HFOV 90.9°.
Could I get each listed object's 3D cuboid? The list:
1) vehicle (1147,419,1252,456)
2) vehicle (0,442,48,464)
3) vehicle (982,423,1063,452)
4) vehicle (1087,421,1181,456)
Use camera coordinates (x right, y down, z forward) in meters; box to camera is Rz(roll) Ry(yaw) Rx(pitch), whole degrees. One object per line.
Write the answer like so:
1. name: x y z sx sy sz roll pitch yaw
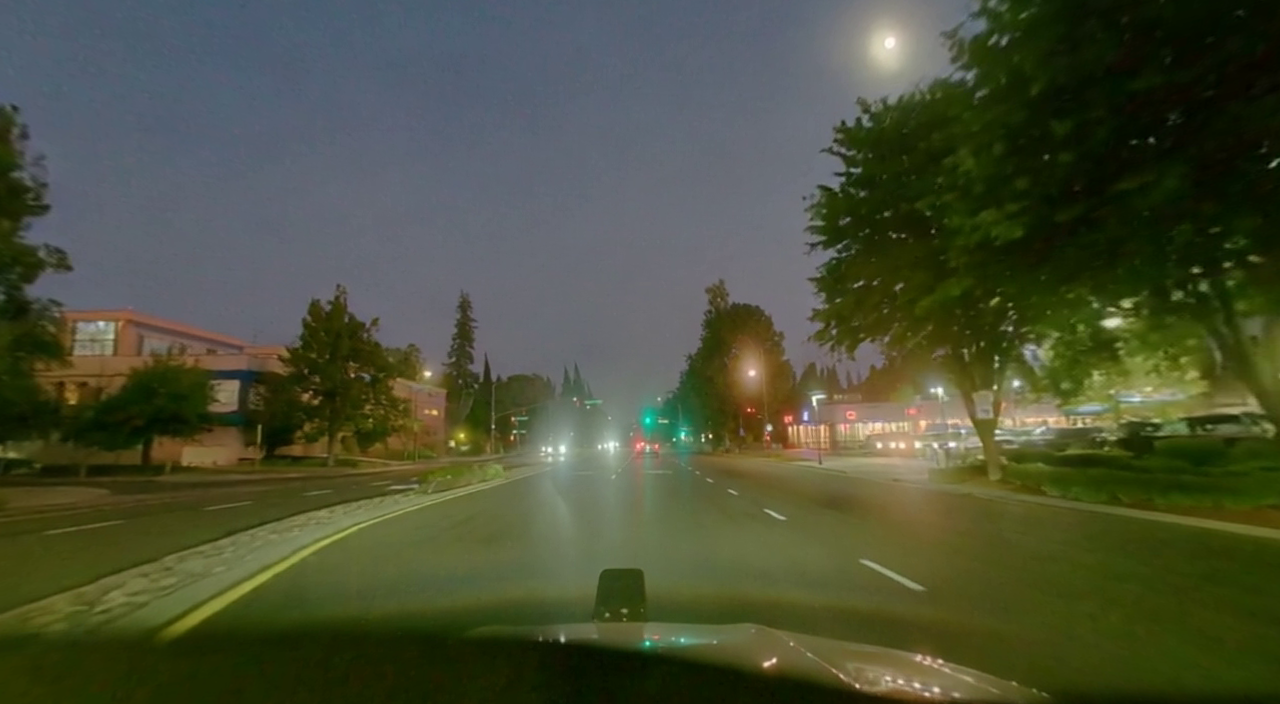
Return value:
1. vehicle: 21.559 3.283 24.330 3.143 1.303 1.491 1 -8 -17
2. vehicle: -45.563 7.332 45.454 3.870 1.435 1.819 -2 -9 -3
3. vehicle: 24.656 5.594 40.867 1.850 1.745 4.514 1 -9 -11
4. vehicle: 20.853 3.650 26.639 3.179 1.322 1.521 1 -8 -19
